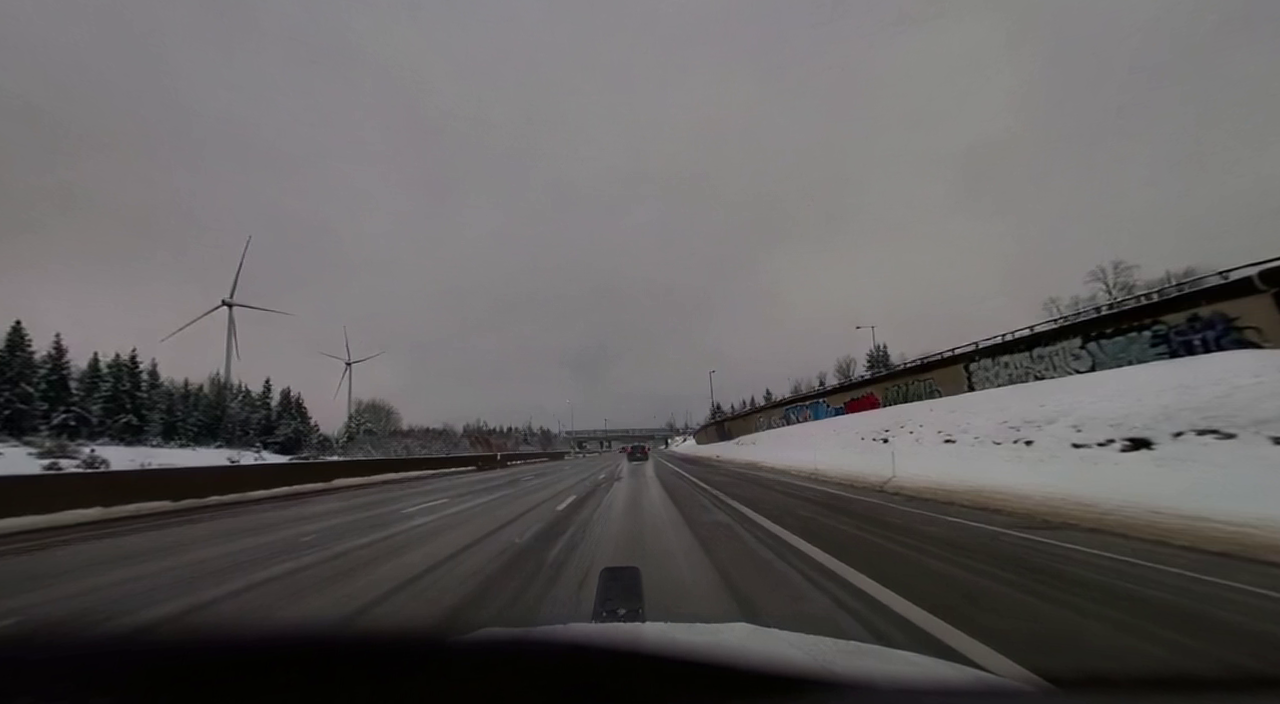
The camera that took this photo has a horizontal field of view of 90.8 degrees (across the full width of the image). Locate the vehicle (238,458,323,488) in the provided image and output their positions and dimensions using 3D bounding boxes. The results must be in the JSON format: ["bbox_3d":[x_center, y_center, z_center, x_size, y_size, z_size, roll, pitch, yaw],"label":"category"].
[{"bbox_3d":[-18.671,6.271,33.020,1.822,1.421,4.406,0,-9,1],"label":"vehicle"}]

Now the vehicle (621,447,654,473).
[{"bbox_3d":[-0.146,6.640,38.958,1.870,1.481,4.234,0,-9,0],"label":"vehicle"}]
